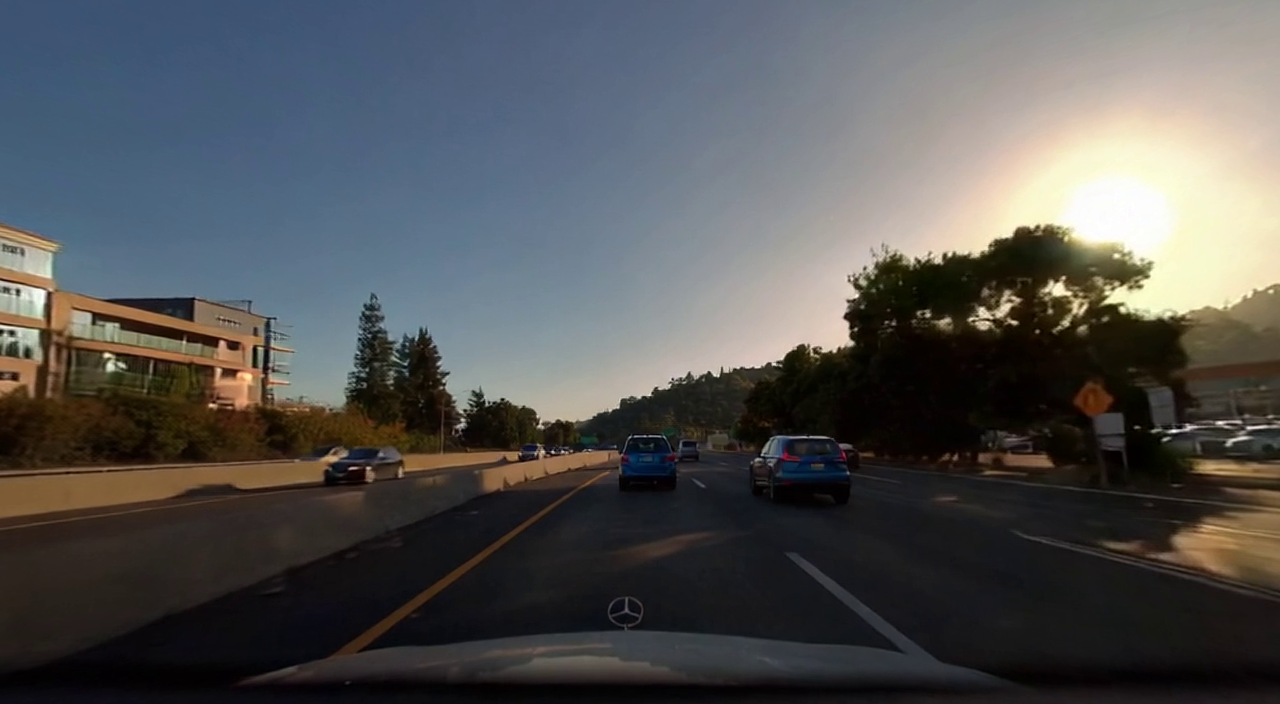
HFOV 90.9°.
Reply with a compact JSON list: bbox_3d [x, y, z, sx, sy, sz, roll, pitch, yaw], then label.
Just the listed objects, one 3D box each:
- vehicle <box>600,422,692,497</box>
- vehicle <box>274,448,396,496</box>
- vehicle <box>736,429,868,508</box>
[{"bbox_3d":[0.147,3.014,18.005,2.290,1.862,4.454,0,-8,0],"label":"vehicle"},{"bbox_3d":[-10.563,4.161,22.308,2.051,1.476,4.379,0,-8,1],"label":"vehicle"},{"bbox_3d":[3.642,2.695,15.031,2.042,1.592,4.047,0,-8,0],"label":"vehicle"}]
